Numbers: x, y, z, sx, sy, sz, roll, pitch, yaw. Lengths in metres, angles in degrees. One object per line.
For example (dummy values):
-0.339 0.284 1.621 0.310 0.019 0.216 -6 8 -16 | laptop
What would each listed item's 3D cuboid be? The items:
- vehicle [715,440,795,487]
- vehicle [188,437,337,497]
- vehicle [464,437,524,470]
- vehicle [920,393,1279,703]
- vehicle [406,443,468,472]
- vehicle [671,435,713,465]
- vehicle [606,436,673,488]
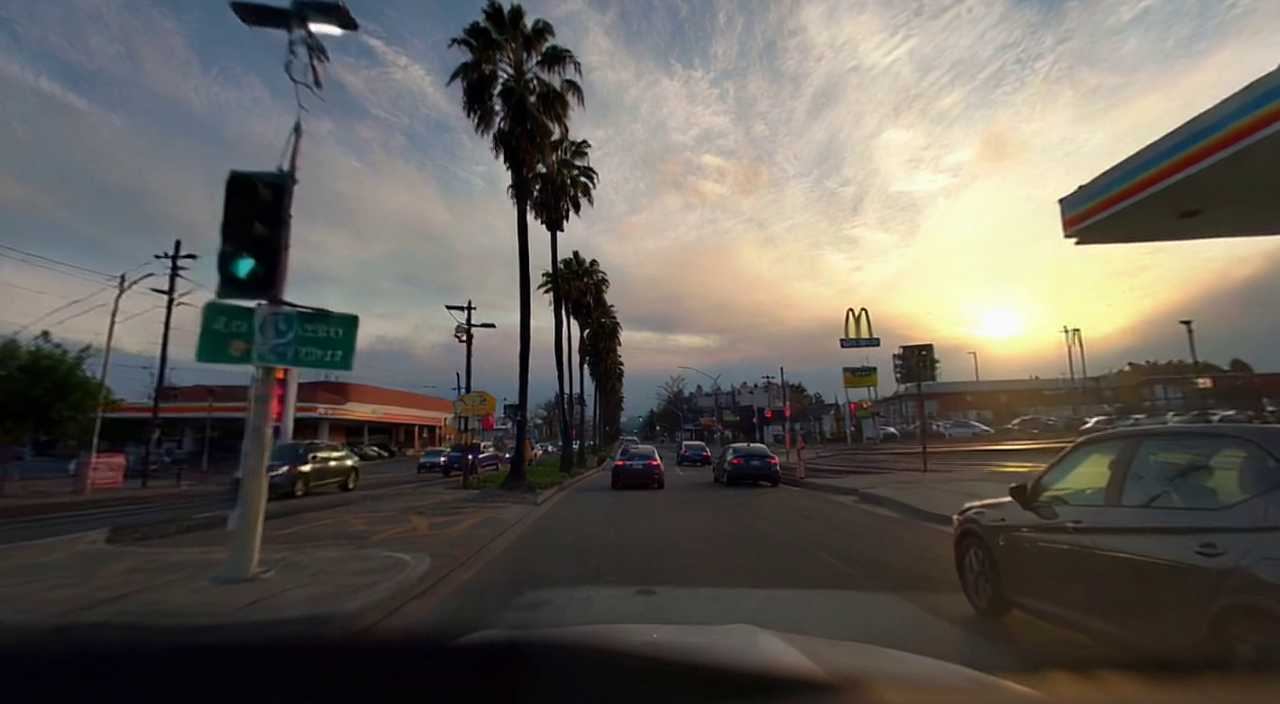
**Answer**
3.818 3.779 21.751 1.889 1.448 4.262 0 -9 -1 | vehicle
-12.155 3.713 20.793 2.006 1.737 4.537 0 -9 1 | vehicle
-8.130 5.698 35.643 1.980 1.719 4.963 -1 -9 3 | vehicle
3.491 1.048 3.433 1.987 1.474 4.198 0 -9 0 | vehicle
-11.394 5.951 35.724 1.908 1.506 4.397 0 -9 2 | vehicle
3.331 6.427 41.531 2.299 1.803 5.434 0 -8 0 | vehicle
-0.048 3.630 21.145 2.021 1.550 4.090 0 -9 -1 | vehicle
